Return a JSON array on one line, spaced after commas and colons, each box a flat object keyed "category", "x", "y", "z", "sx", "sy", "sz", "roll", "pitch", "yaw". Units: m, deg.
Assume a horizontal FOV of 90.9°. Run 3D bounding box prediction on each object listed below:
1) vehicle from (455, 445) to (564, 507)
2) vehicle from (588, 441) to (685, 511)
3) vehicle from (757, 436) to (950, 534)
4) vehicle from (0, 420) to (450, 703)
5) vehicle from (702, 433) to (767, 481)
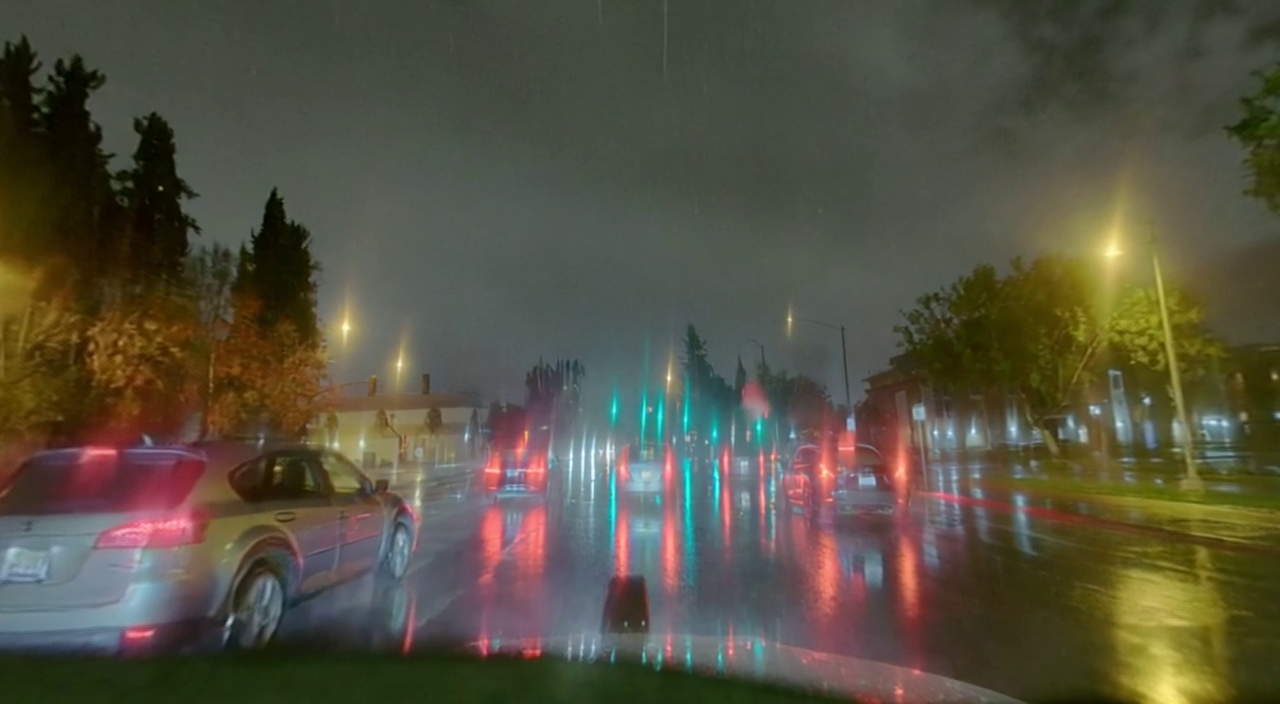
[{"category": "vehicle", "x": -3.394, "y": 3.283, "z": 17.258, "sx": 2.002, "sy": 1.465, "sz": 4.098, "roll": -1, "pitch": -8, "yaw": 2}, {"category": "vehicle", "x": -0.138, "y": 2.974, "z": 15.669, "sx": 2.101, "sy": 1.480, "sz": 3.929, "roll": 0, "pitch": -8, "yaw": -2}, {"category": "vehicle", "x": 3.706, "y": 2.382, "z": 11.976, "sx": 1.990, "sy": 1.486, "sz": 4.431, "roll": 0, "pitch": -8, "yaw": -2}, {"category": "vehicle", "x": -3.315, "y": 1.403, "z": 5.236, "sx": 2.038, "sy": 1.481, "sz": 4.379, "roll": 0, "pitch": -8, "yaw": 1}, {"category": "vehicle", "x": 4.186, "y": 4.789, "z": 28.986, "sx": 2.142, "sy": 1.957, "sz": 5.443, "roll": 0, "pitch": -8, "yaw": 0}]
